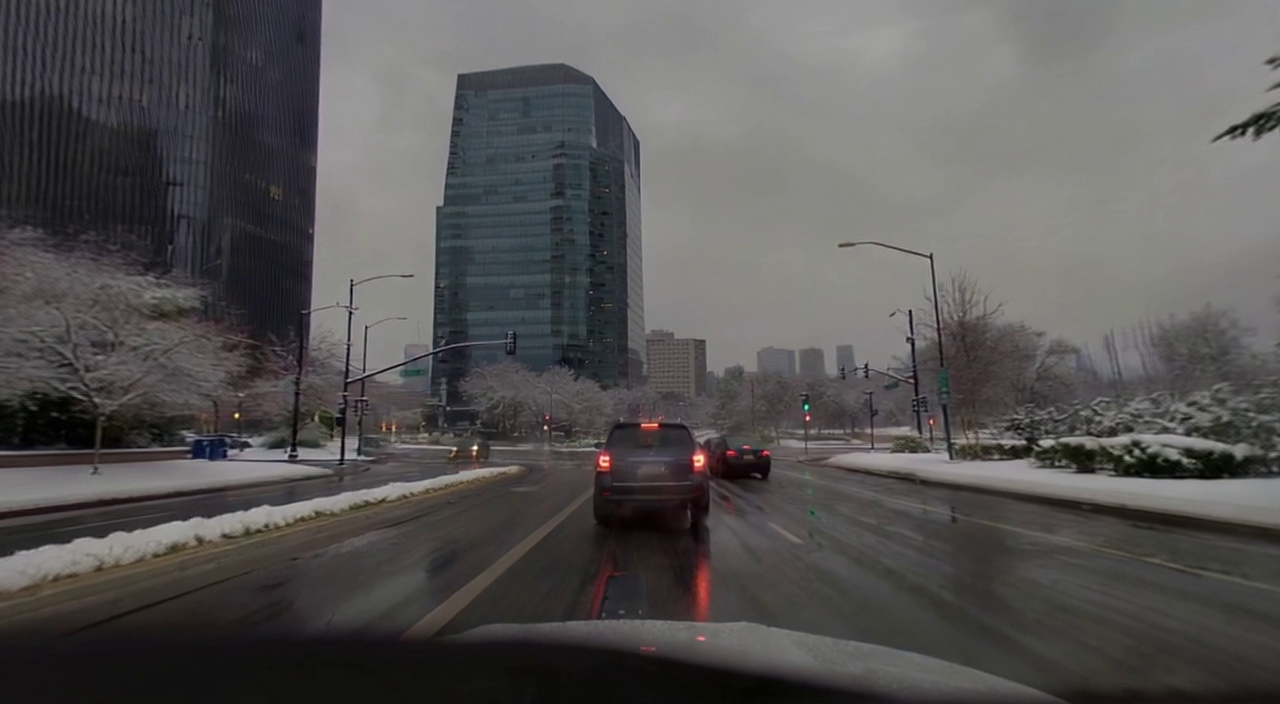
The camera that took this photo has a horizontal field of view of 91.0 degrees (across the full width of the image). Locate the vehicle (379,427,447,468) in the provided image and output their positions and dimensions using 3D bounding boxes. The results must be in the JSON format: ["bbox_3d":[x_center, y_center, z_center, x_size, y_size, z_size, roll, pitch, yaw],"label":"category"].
[{"bbox_3d":[-14.021,5.871,38.667,2.717,2.310,6.448,5,-10,-29],"label":"vehicle"}]

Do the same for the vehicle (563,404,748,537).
[{"bbox_3d":[0.227,2.023,11.244,2.601,1.878,4.535,0,-9,0],"label":"vehicle"}]
